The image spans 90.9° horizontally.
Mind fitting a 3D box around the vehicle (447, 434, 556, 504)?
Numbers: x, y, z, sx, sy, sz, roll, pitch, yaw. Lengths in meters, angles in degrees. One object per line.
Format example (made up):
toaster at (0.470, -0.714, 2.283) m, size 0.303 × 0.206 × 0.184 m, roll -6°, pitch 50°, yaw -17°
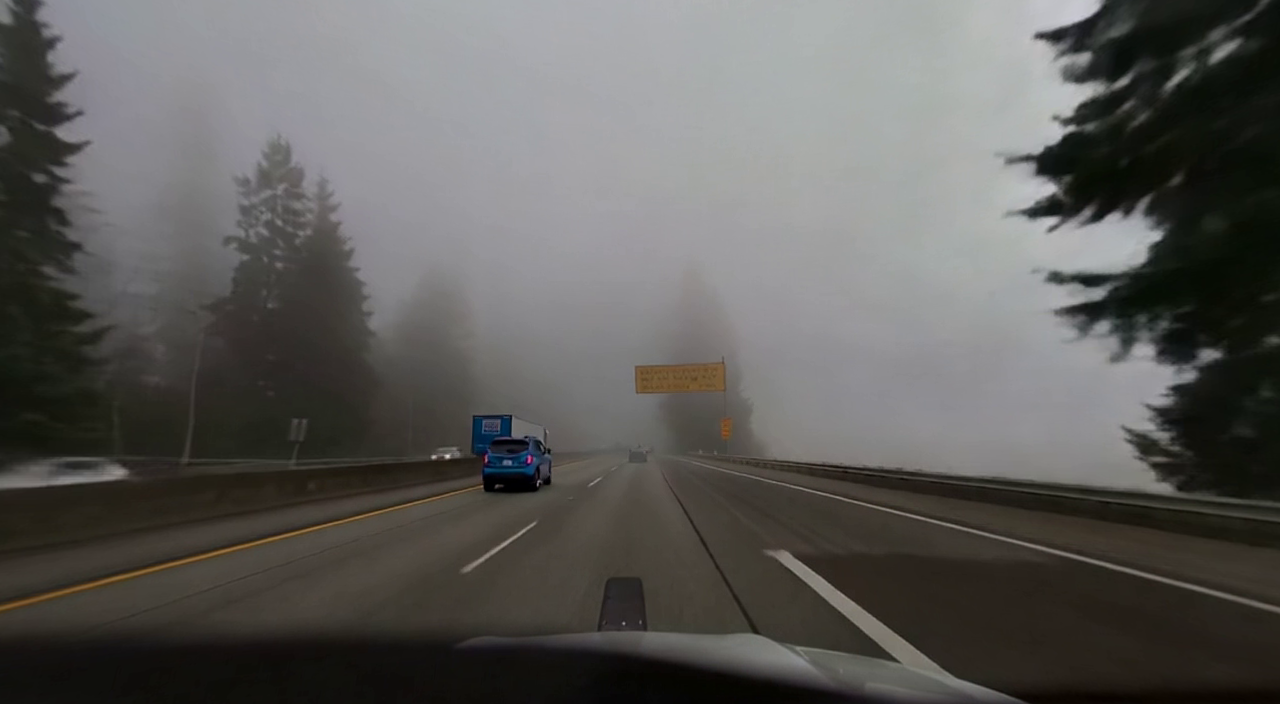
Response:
vehicle at (-3.848, 3.332, 18.428) m, size 2.084 × 1.752 × 4.479 m, roll -1°, pitch -9°, yaw 1°
